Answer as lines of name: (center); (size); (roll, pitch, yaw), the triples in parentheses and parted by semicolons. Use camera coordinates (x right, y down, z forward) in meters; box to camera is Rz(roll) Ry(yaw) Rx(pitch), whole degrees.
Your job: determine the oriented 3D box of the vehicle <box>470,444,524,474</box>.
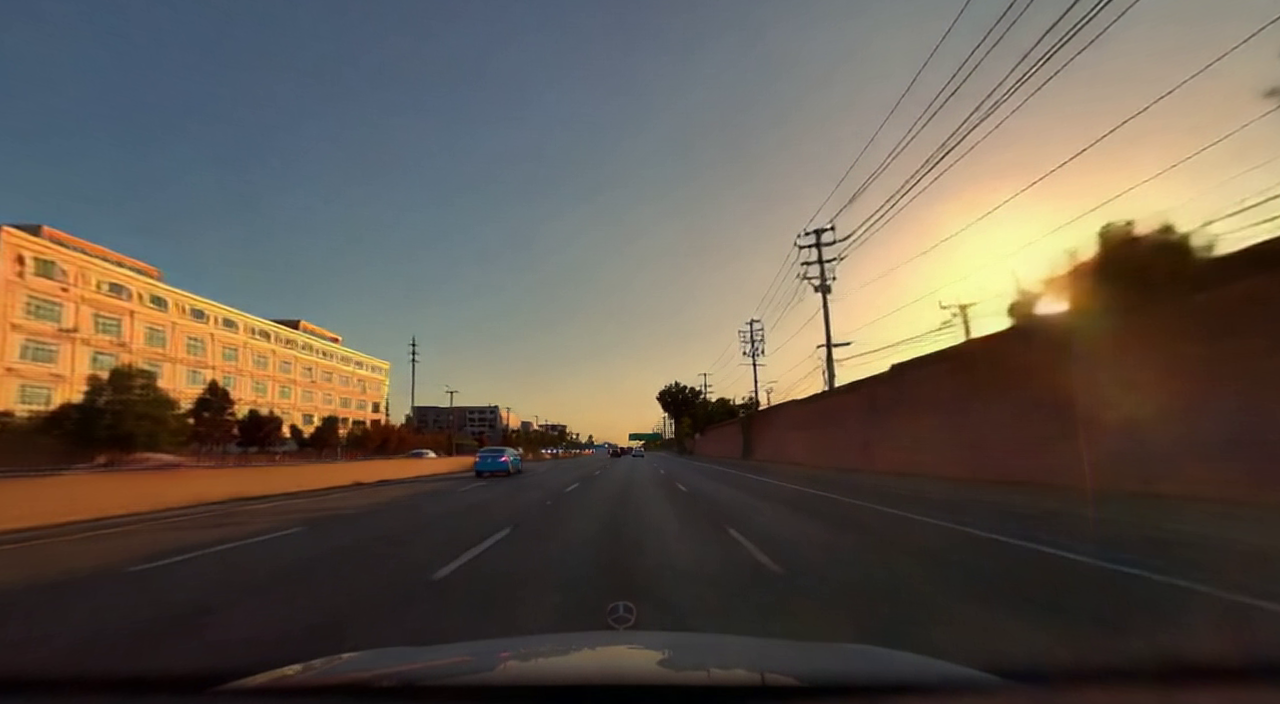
vehicle: (-7.837, 5.889, 35.023); (2.013, 1.574, 3.923); (0, -8, 0)
